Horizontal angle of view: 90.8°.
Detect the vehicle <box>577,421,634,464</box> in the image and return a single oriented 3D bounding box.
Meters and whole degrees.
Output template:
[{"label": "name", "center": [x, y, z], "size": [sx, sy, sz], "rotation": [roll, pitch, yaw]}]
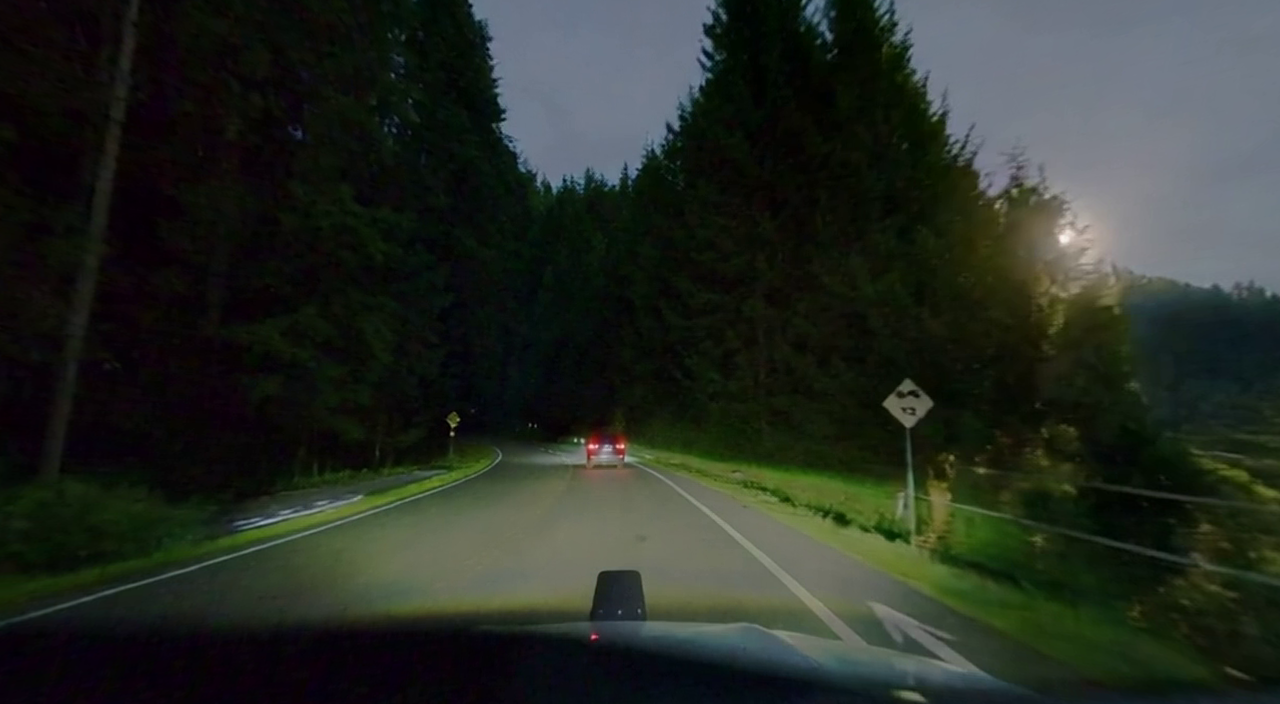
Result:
[{"label": "vehicle", "center": [-1.869, 4.587, 31.822], "size": [2.469, 1.953, 5.605], "rotation": [1, -9, -7]}]
